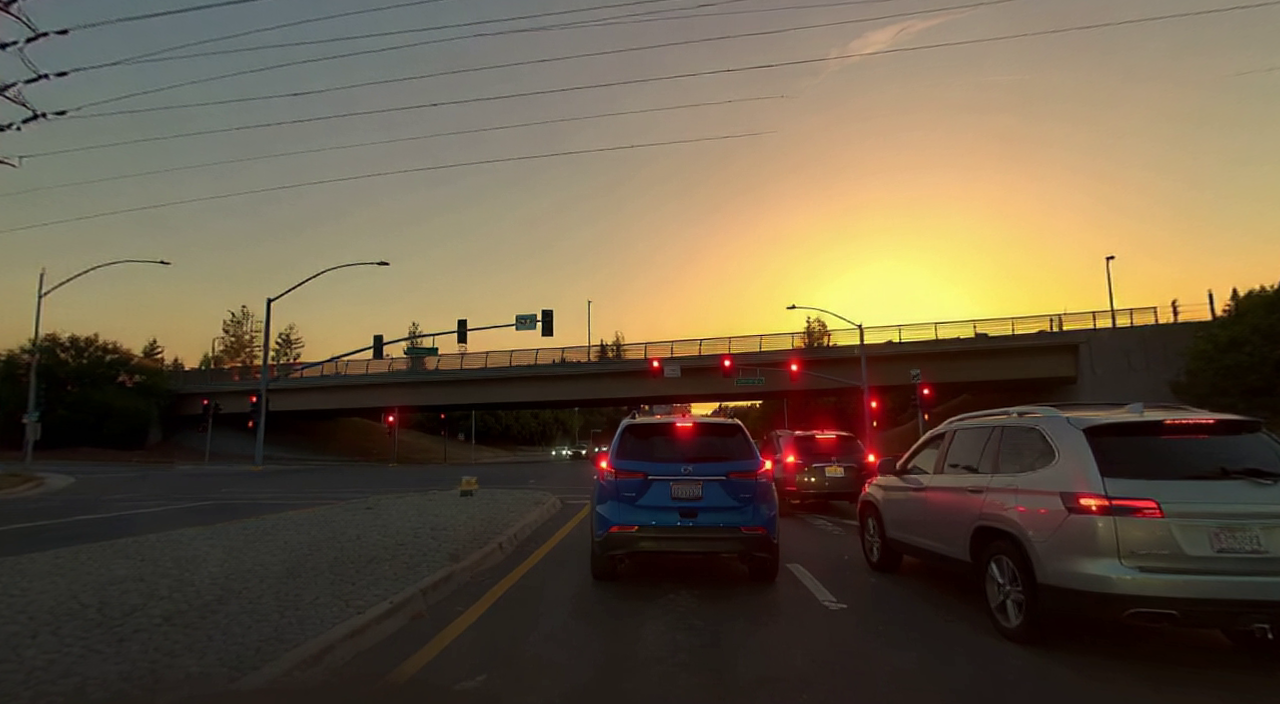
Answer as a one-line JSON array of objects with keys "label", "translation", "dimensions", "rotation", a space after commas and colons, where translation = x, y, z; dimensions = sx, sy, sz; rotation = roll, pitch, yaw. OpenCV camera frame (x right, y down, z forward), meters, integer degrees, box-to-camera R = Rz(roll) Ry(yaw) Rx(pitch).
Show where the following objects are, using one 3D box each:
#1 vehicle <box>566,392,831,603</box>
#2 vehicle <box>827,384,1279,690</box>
[{"label": "vehicle", "translation": [0.446, 1.553, 7.607], "dimensions": [2.240, 1.778, 4.335], "rotation": [0, -8, -1]}, {"label": "vehicle", "translation": [3.405, 1.338, 5.794], "dimensions": [1.990, 1.649, 4.625], "rotation": [0, -8, 0]}]
